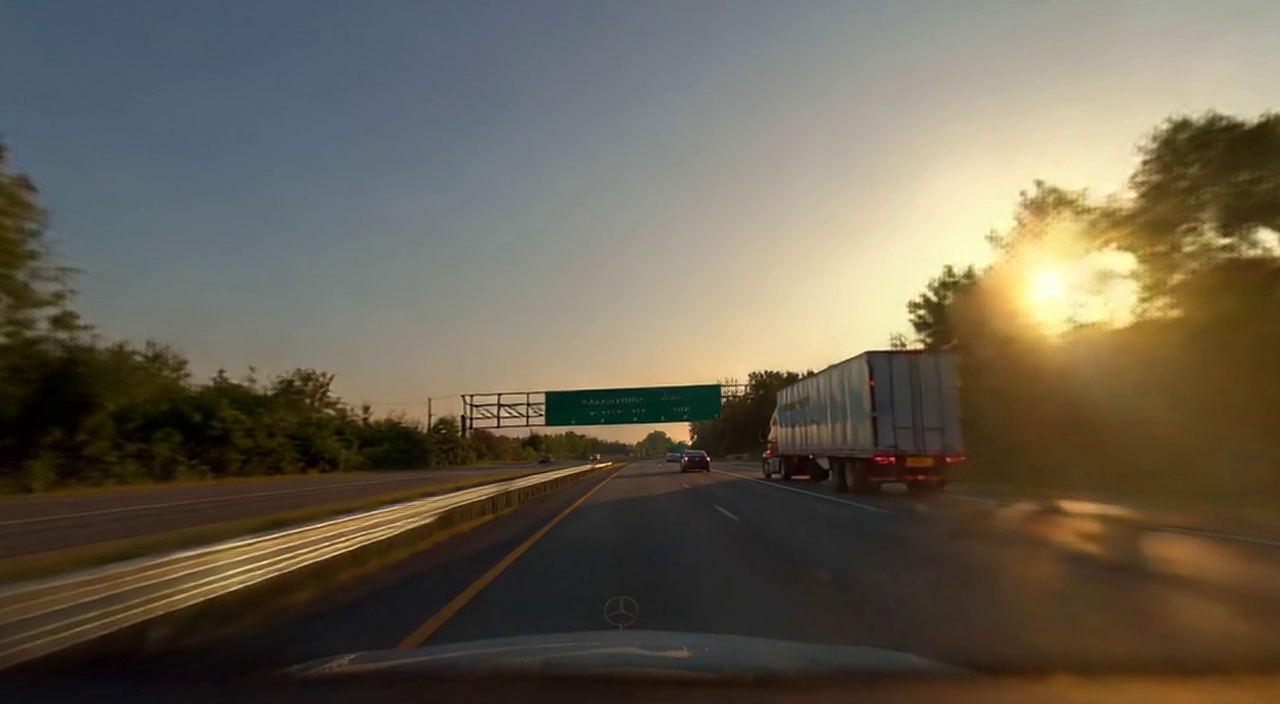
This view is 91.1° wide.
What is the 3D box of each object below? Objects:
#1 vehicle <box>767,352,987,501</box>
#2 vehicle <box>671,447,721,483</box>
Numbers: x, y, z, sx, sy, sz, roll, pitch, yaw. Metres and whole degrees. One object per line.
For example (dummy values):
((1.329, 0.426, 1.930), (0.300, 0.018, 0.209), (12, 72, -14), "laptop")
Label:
((7.811, 3.065, 24.055), (2.907, 4.042, 13.858), (0, -9, 0), "vehicle")
((2.606, 5.382, 30.133), (2.024, 1.579, 3.707), (0, -9, 0), "vehicle")
